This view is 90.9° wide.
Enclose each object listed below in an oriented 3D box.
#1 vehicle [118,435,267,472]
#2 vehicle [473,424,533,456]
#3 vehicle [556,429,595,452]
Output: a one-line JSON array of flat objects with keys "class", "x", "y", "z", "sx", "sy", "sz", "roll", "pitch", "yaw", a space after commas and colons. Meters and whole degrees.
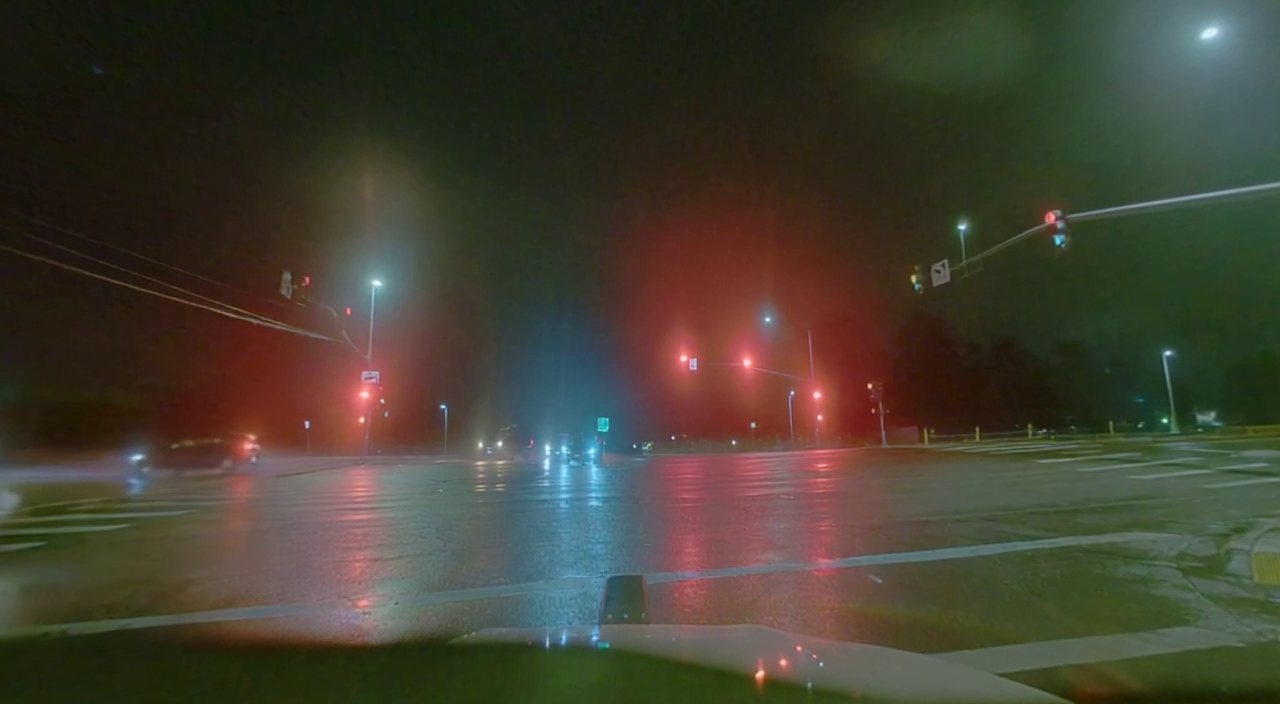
[{"class": "vehicle", "x": -18.263, "y": 4.153, "z": 25.945, "sx": 4.510, "sy": 1.431, "sz": 1.884, "roll": 1, "pitch": -9, "yaw": -10}, {"class": "vehicle", "x": -8.491, "y": 5.552, "z": 39.614, "sx": 2.000, "sy": 1.864, "sz": 5.044, "roll": -1, "pitch": -9, "yaw": 9}, {"class": "vehicle", "x": -4.391, "y": 6.171, "z": 43.772, "sx": 1.919, "sy": 1.467, "sz": 4.086, "roll": -1, "pitch": -9, "yaw": 5}]
